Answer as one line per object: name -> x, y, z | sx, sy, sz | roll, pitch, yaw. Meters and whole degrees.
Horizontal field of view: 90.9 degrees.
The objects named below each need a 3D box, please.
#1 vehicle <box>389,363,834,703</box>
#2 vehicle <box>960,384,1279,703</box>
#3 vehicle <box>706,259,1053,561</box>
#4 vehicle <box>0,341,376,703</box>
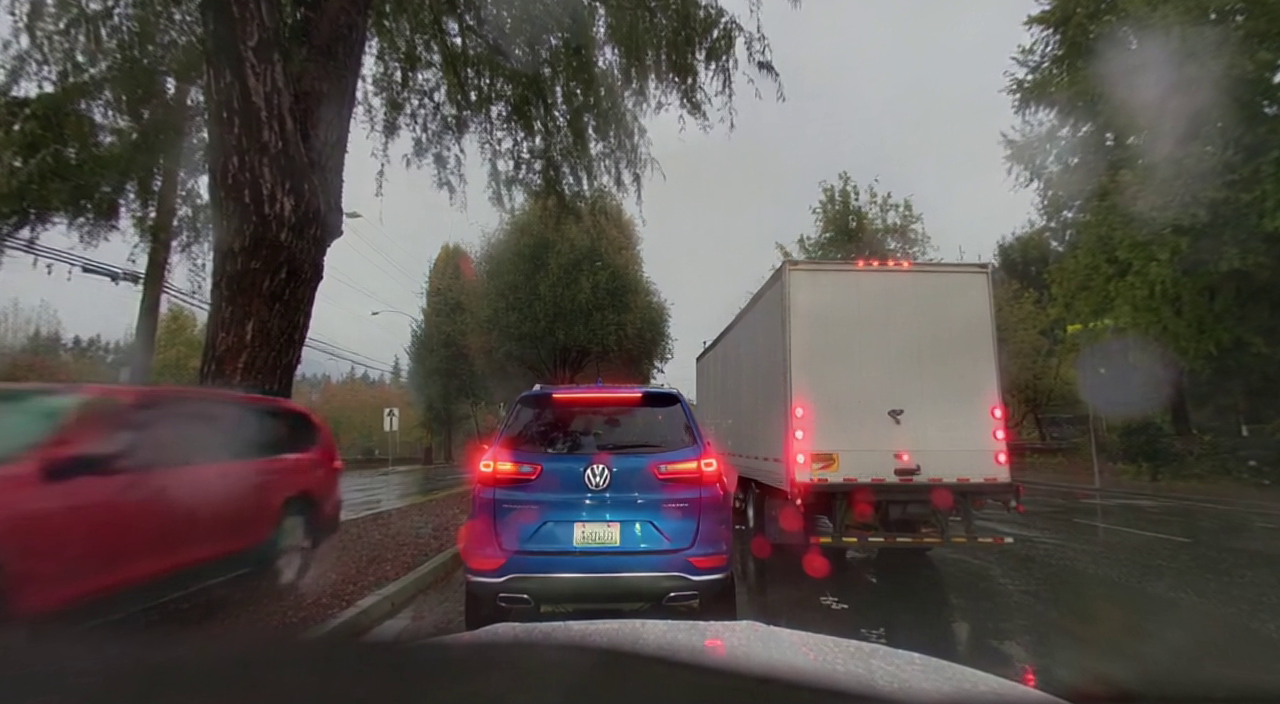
vehicle -> -0.138, 1.225, 5.194 | 2.114, 1.732, 4.230 | 0, -8, 0
vehicle -> 2.829, 0.746, 1.194 | 1.971, 1.484, 4.728 | 0, -8, 0
vehicle -> 3.229, 1.268, 11.843 | 2.915, 3.559, 8.848 | 0, -8, -1
vehicle -> -4.084, 1.102, 4.487 | 2.119, 1.835, 5.261 | 0, -8, 0
